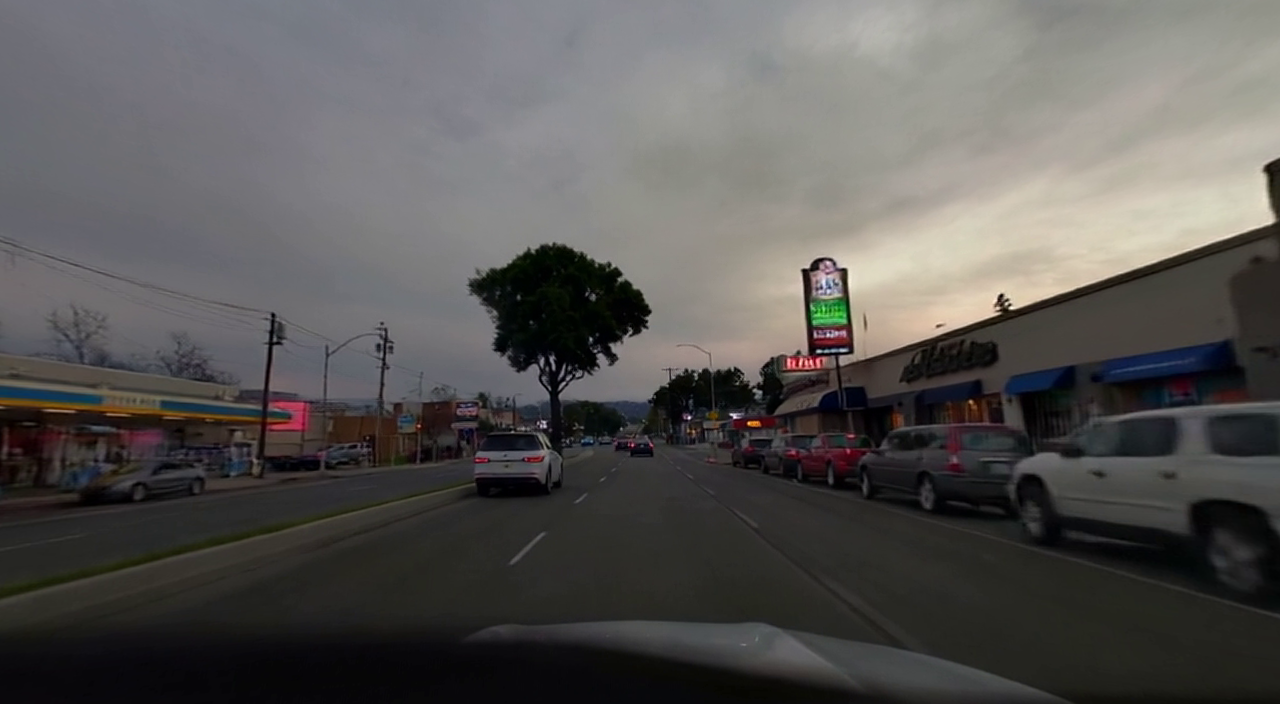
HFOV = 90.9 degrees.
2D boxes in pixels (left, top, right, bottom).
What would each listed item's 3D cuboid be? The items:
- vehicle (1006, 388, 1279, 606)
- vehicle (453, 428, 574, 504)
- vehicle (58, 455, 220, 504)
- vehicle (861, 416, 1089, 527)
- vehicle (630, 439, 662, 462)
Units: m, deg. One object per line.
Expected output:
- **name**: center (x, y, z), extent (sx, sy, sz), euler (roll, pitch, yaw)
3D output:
- **vehicle**: center (6.534, 1.453, 6.824), extent (2.005, 1.858, 5.253), euler (0, -8, 1)
- **vehicle**: center (-3.020, 2.832, 16.140), extent (2.049, 1.646, 4.445), euler (0, -8, 2)
- **vehicle**: center (-17.321, 4.392, 22.163), extent (1.894, 1.458, 4.565), euler (0, -8, 0)
- **vehicle**: center (6.471, 2.363, 13.044), extent (1.985, 1.835, 4.936), euler (0, -8, 0)
- **vehicle**: center (0.375, 6.689, 42.840), extent (2.037, 1.484, 4.073), euler (0, -8, 0)
